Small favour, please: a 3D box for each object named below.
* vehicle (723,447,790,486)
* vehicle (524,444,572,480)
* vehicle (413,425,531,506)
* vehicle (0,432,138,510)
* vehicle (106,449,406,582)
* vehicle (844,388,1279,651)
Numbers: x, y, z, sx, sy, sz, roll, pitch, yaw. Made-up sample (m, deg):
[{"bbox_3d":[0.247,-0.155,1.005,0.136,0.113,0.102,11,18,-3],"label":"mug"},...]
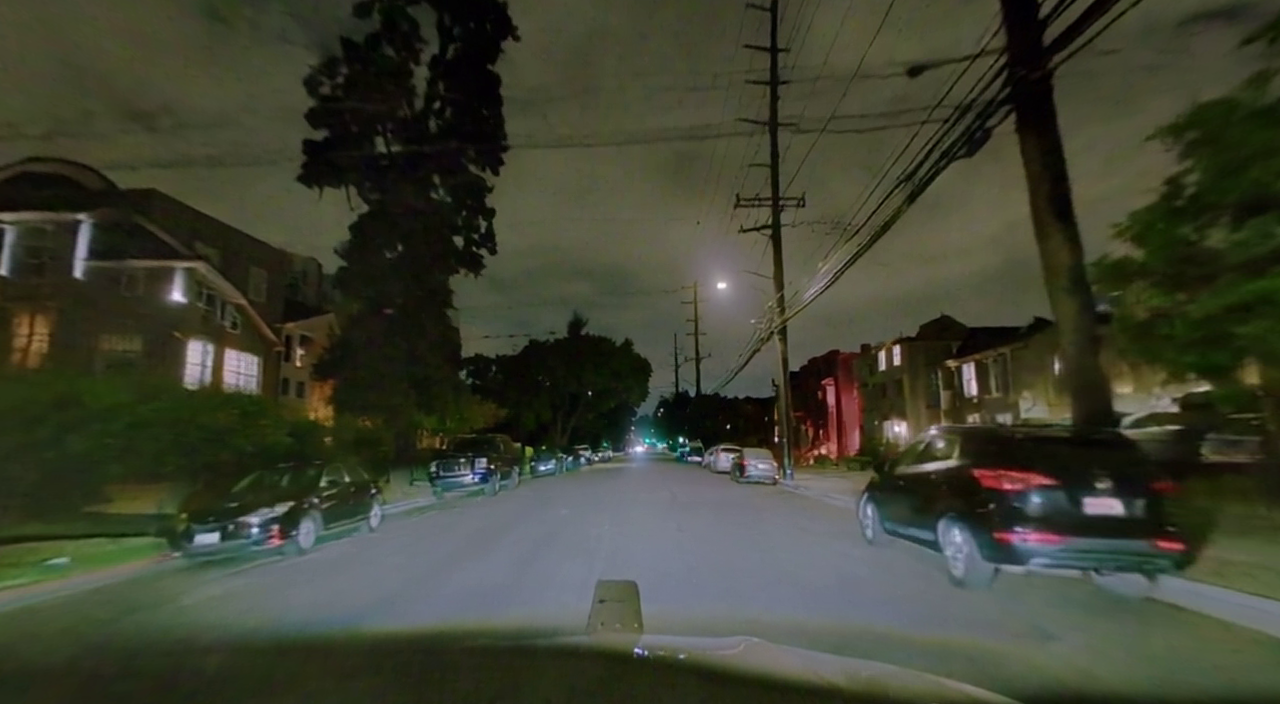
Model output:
[{"bbox_3d":[4.583,4.560,25.541,1.893,1.437,4.369,0,-9,0],"label":"vehicle"},{"bbox_3d":[-5.004,5.983,34.758,1.873,1.709,4.206,-4,-8,0],"label":"vehicle"},{"bbox_3d":[-5.150,3.551,20.328,2.242,2.135,5.566,-2,-8,0],"label":"vehicle"},{"bbox_3d":[-16.320,2.857,15.606,5.908,1.762,2.107,1,-9,-1],"label":"vehicle"},{"bbox_3d":[-5.331,2.260,9.651,1.824,1.417,4.395,-2,-8,0],"label":"vehicle"},{"bbox_3d":[3.849,1.455,6.514,2.049,1.776,4.285,0,-9,0],"label":"vehicle"}]
